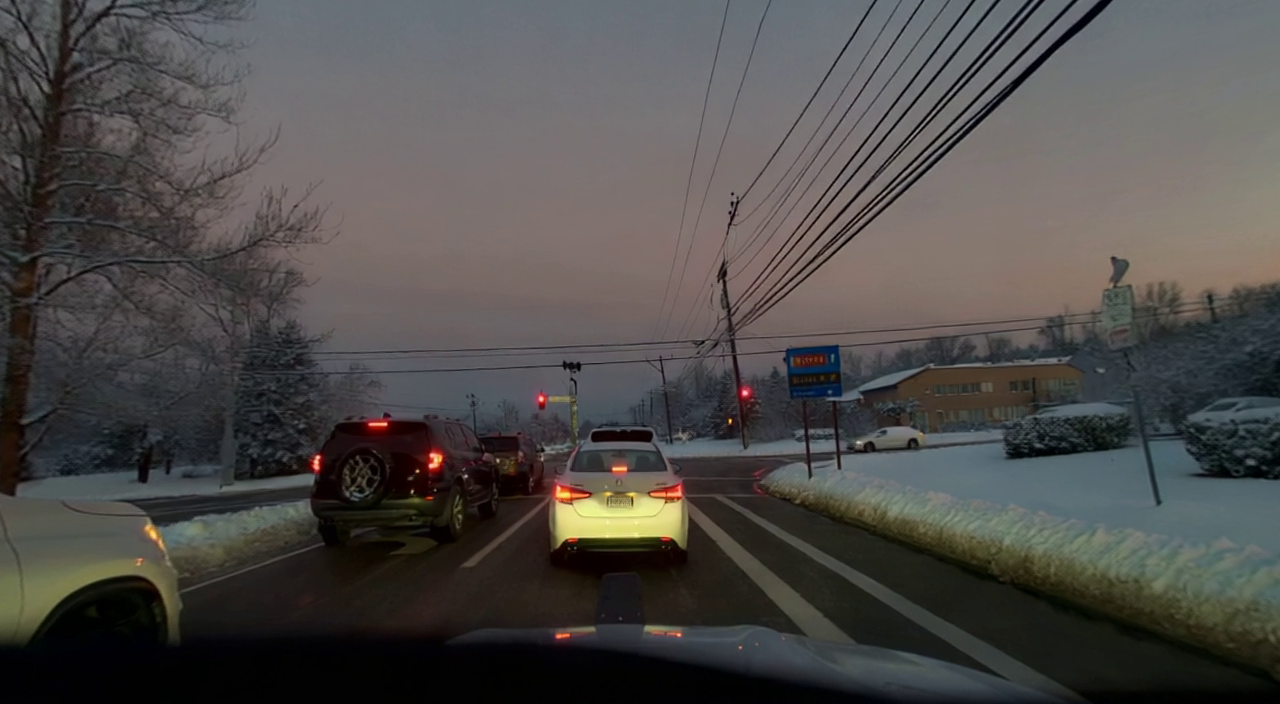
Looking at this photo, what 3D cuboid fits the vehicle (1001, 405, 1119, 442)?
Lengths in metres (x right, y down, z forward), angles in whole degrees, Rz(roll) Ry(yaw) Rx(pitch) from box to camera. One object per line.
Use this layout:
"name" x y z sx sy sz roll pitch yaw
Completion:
"vehicle" 26.840 4.640 40.523 5.782 2.286 2.223 -1 -9 4

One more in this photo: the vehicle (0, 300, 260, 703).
"vehicle" -3.584 0.635 1.528 2.085 1.943 5.053 0 -8 1

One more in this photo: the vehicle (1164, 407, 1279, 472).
"vehicle" 17.014 2.551 18.288 1.858 1.622 4.491 -5 -10 28

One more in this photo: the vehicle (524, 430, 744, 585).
"vehicle" -0.101 1.800 8.144 2.121 1.474 3.968 0 -8 -1

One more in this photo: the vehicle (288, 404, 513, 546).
"vehicle" -3.848 2.087 11.368 2.147 1.963 4.927 0 -8 -1
